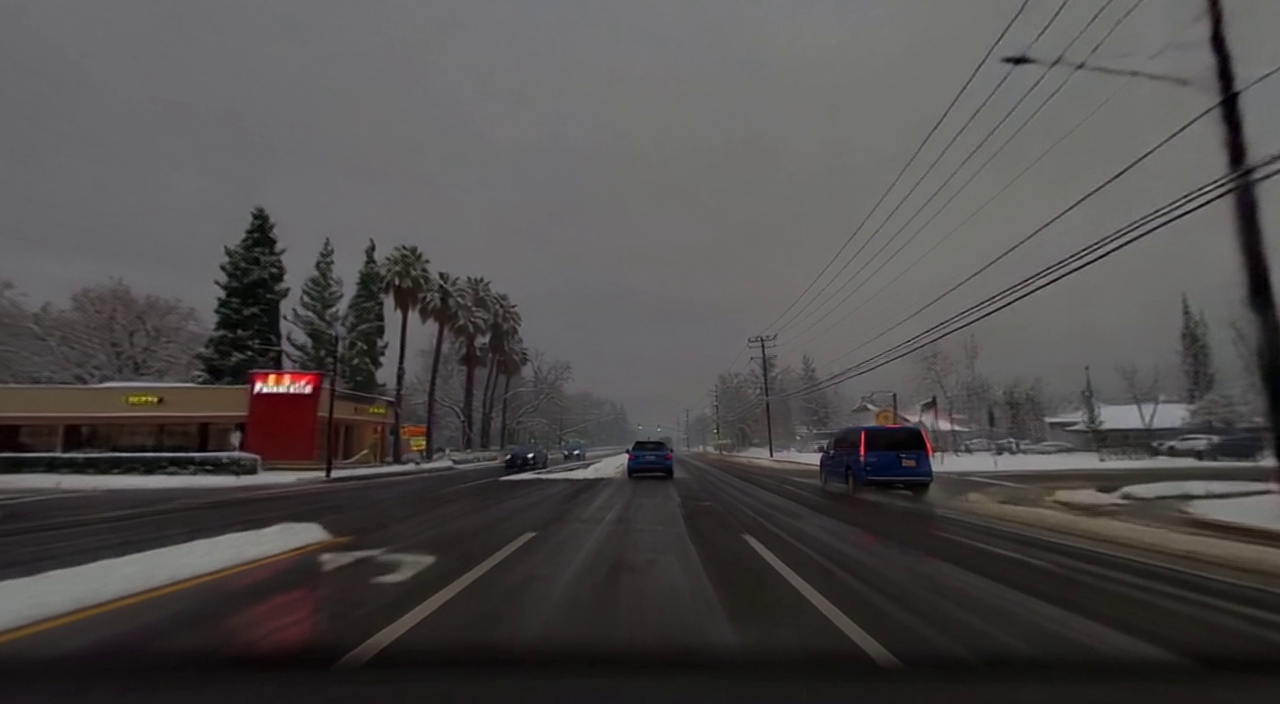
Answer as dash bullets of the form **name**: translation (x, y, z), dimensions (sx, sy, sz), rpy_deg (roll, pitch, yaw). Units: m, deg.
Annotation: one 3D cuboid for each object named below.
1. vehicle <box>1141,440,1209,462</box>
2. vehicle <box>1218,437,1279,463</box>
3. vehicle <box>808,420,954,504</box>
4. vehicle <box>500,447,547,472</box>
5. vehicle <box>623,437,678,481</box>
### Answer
- **vehicle**: translation (41.725, 7.751, 49.239), dimensions (1.779, 1.515, 4.189), rpy_deg (-4, -9, 4)
- **vehicle**: translation (42.649, 6.597, 42.611), dimensions (4.928, 1.678, 1.971), rpy_deg (-1, -9, 3)
- **vehicle**: translation (6.158, 2.876, 16.780), dimensions (2.107, 1.928, 4.471), rpy_deg (0, -9, 0)
- **vehicle**: translation (-7.495, 6.990, 41.078), dimensions (2.004, 1.535, 4.853), rpy_deg (0, -9, 2)
- **vehicle**: translation (0.409, 4.454, 26.330), dimensions (2.138, 1.672, 4.168), rpy_deg (0, -9, 0)
